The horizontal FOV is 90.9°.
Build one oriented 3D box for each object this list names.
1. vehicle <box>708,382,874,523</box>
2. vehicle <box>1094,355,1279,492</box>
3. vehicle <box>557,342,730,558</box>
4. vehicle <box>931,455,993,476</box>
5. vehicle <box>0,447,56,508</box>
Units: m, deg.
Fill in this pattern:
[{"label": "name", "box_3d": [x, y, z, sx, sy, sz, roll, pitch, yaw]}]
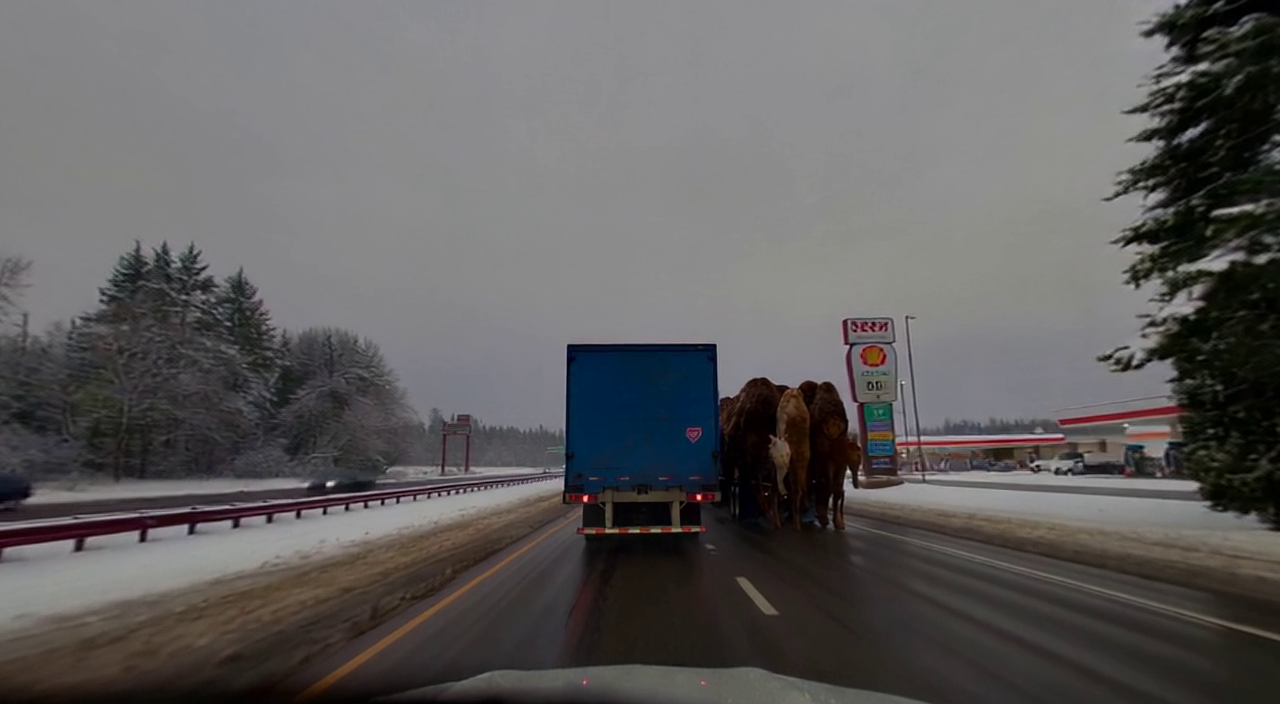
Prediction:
[{"label": "vehicle", "box_3d": [4.433, 3.455, 21.168, 2.936, 3.640, 9.443, 1, -10, -2]}, {"label": "vehicle", "box_3d": [20.834, 2.343, 19.966, 2.771, 4.075, 13.513, 1, -11, 0]}, {"label": "vehicle", "box_3d": [0.042, 2.268, 14.119, 2.618, 3.306, 8.676, 1, -10, 0]}, {"label": "vehicle", "box_3d": [24.519, 8.715, 48.177, 1.762, 1.470, 4.485, 3, -11, -11]}, {"label": "vehicle", "box_3d": [-48.229, 9.594, 48.928, 16.489, 4.054, 2.903, -10, -14, 44]}]
